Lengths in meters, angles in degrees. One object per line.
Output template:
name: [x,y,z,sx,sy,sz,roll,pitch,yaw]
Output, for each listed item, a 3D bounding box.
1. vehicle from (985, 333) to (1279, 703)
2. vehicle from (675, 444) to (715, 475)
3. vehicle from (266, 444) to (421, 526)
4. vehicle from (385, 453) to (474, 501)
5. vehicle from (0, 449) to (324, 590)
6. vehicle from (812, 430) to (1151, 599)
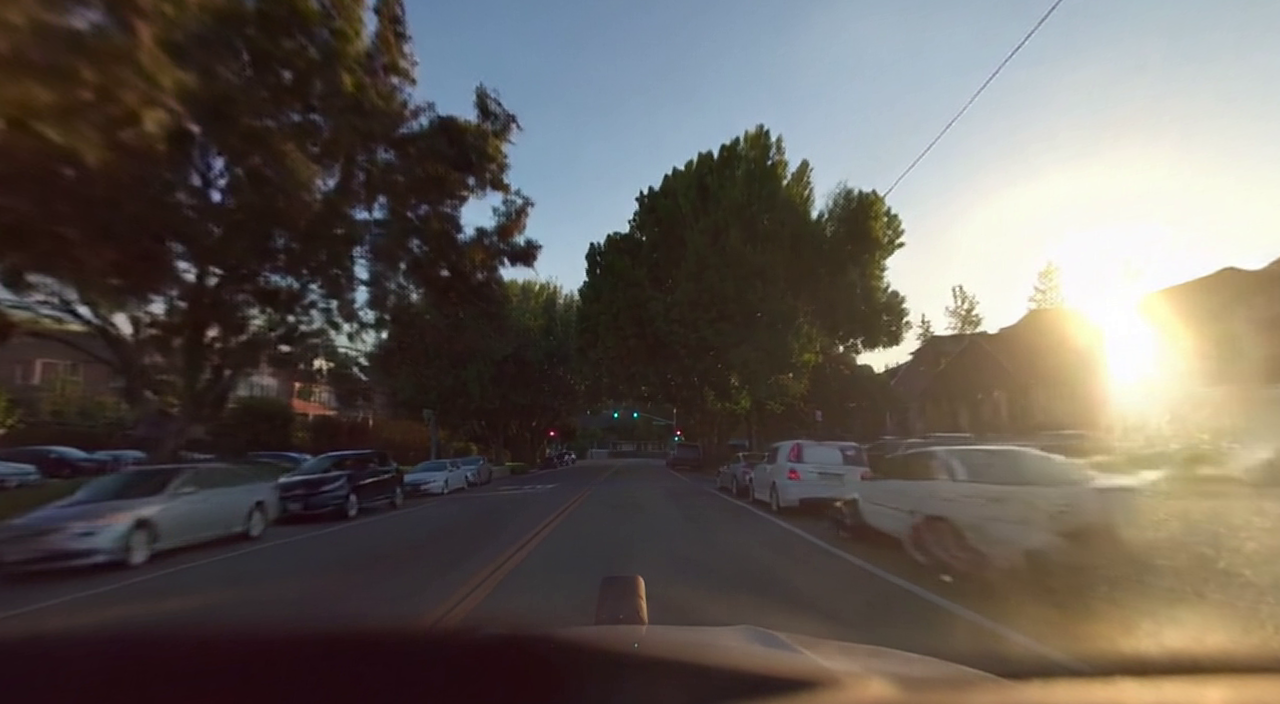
vehicle: [3.989,0.765,2.249,2.255,1.863,5.629,0,-9,-1]
vehicle: [3.604,7.137,42.306,2.034,1.906,4.653,0,-9,-2]
vehicle: [-7.562,3.369,16.743,2.091,1.724,4.536,-2,-7,-2]
vehicle: [-7.697,4.570,23.608,2.013,1.550,4.290,0,-9,-2]
vehicle: [-7.354,2.472,10.318,2.113,1.486,4.774,-3,-7,-2]
vehicle: [3.800,1.849,8.144,1.914,1.552,4.321,0,-9,0]
